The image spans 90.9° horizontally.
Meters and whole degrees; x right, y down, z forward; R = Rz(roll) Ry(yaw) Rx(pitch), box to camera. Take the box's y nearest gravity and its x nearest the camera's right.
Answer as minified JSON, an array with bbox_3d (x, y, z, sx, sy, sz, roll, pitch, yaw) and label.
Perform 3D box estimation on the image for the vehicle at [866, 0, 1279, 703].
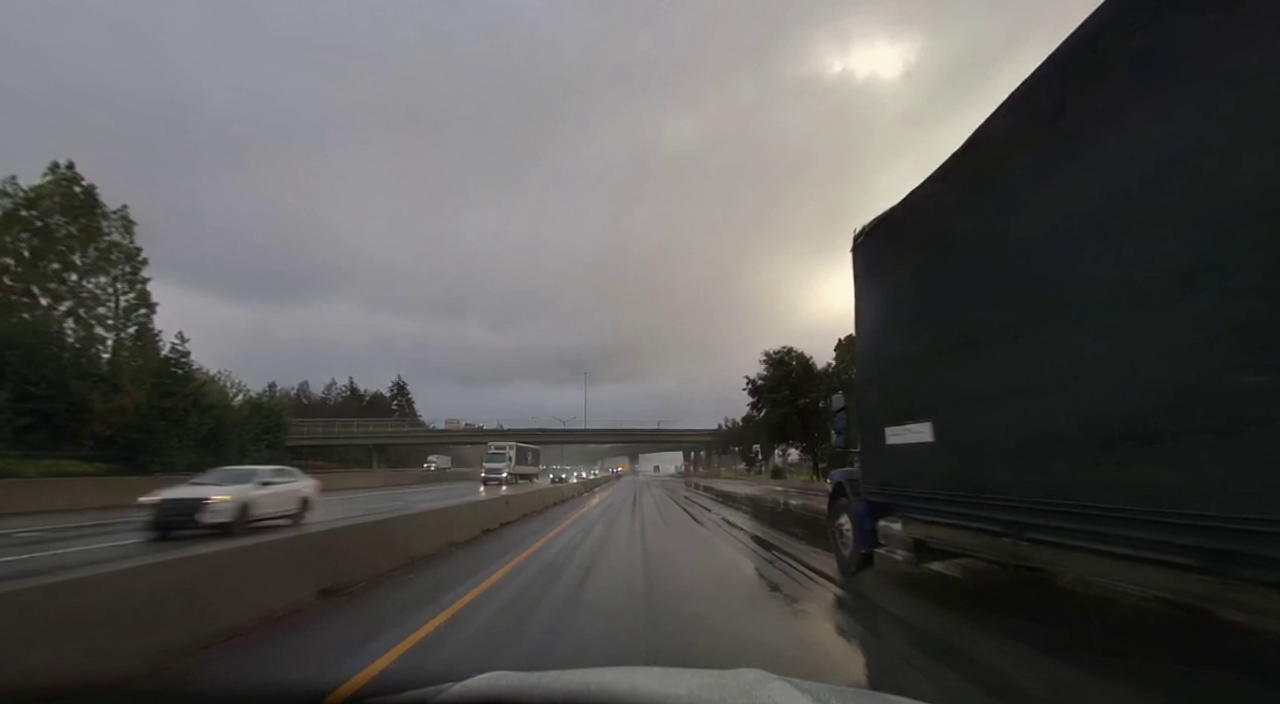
[{"bbox_3d":[3.832,0.070,3.285,3.013,3.971,5.739,1,-10,0],"label":"vehicle"}]

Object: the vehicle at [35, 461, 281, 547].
[{"bbox_3d":[-9.147,2.895,12.468,1.816,1.395,3.822,1,-10,-1],"label":"vehicle"}]
